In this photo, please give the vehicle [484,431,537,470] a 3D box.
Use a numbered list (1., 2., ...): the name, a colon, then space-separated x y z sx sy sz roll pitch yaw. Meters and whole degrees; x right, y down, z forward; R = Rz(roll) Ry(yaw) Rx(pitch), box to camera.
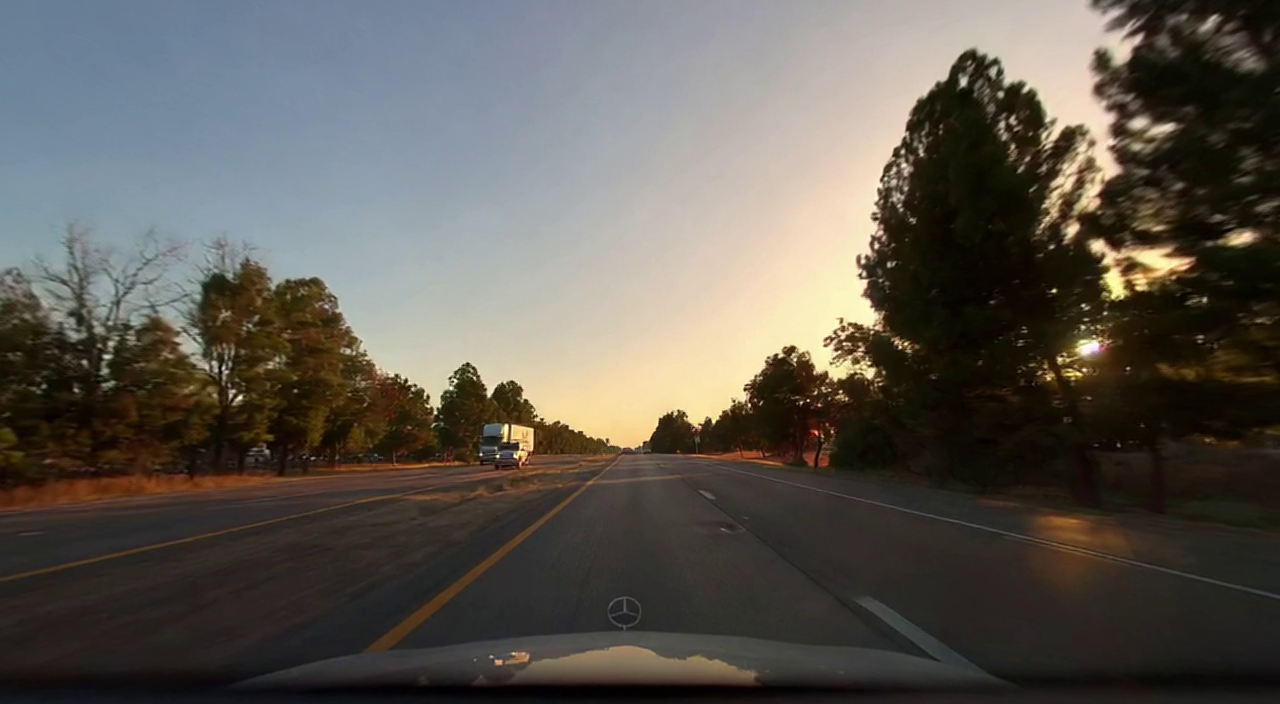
1. vehicle: -9.277 7.132 45.839 2.233 2.593 7.395 0 -9 0
